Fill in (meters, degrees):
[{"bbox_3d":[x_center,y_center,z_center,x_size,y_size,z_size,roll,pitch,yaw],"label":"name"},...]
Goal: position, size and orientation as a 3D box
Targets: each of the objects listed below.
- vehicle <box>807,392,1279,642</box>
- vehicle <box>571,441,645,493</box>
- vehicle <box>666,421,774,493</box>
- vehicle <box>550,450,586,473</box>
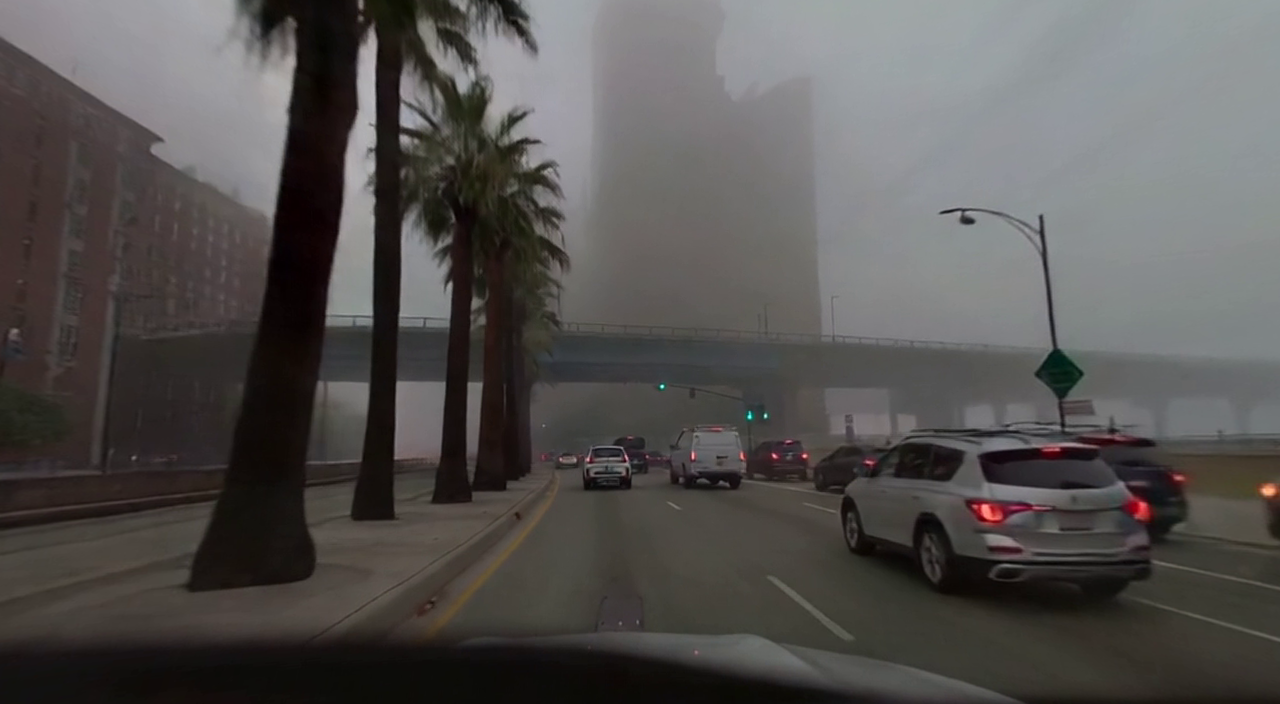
[{"bbox_3d":[3.472,1.447,6.554,2.151,1.695,4.258,0,-9,-2],"label":"vehicle"},{"bbox_3d":[-1.287,4.044,22.704,2.332,1.625,4.933,1,-9,-7],"label":"vehicle"},{"bbox_3d":[2.558,3.586,21.852,2.434,2.171,5.098,1,-9,-7],"label":"vehicle"},{"bbox_3d":[-5.013,7.531,43.733,2.081,1.503,3.681,2,-9,-13],"label":"vehicle"}]
